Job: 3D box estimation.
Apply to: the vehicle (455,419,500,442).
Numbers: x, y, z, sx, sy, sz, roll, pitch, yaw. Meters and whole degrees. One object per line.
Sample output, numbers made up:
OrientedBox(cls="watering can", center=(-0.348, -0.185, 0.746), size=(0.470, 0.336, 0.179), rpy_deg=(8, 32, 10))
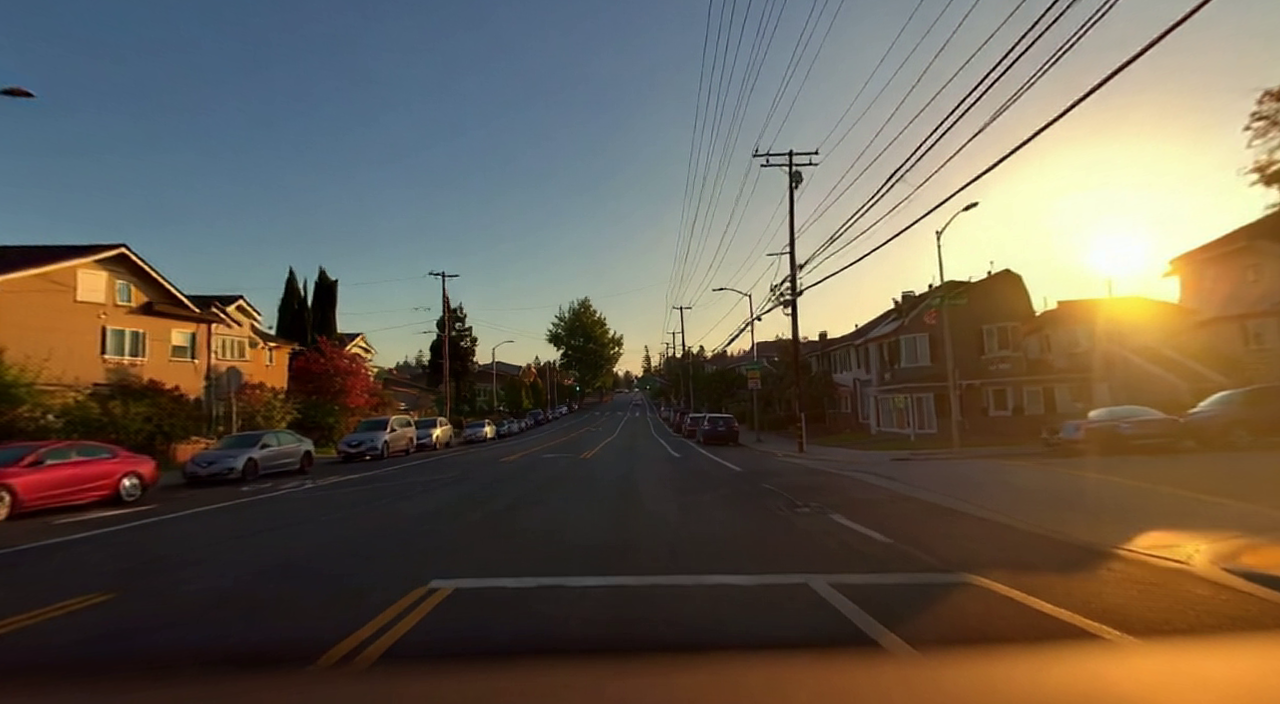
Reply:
OrientedBox(cls="vehicle", center=(-11.207, 5.448, 43.736), size=(2.051, 1.520, 4.374), rpy_deg=(0, -8, -1))

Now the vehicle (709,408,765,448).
OrientedBox(cls="vehicle", center=(4.344, 3.531, 28.957), size=(1.867, 1.680, 4.176), rpy_deg=(0, -8, 0))

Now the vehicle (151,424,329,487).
OrientedBox(cls="vehicle", center=(-11.126, 2.904, 18.103), size=(2.082, 1.540, 4.654), rpy_deg=(0, -8, 0))

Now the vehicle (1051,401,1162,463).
OrientedBox(cls="vehicle", center=(13.785, 2.306, 18.566), size=(2.122, 1.474, 4.313), rpy_deg=(-9, -8, 41))

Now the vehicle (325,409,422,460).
OrientedBox(cls="vehicle", center=(-11.163, 3.523, 26.895), size=(2.056, 1.980, 4.763), rpy_deg=(0, -8, -1))

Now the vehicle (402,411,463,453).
OrientedBox(cls="vehicle", center=(-11.349, 4.353, 34.819), size=(1.926, 1.998, 4.447), rpy_deg=(-4, -5, -2))

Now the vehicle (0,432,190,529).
OrientedBox(cls="vehicle", center=(-11.057, 2.259, 11.627), size=(1.970, 1.523, 4.702), rpy_deg=(-1, -8, 2))
